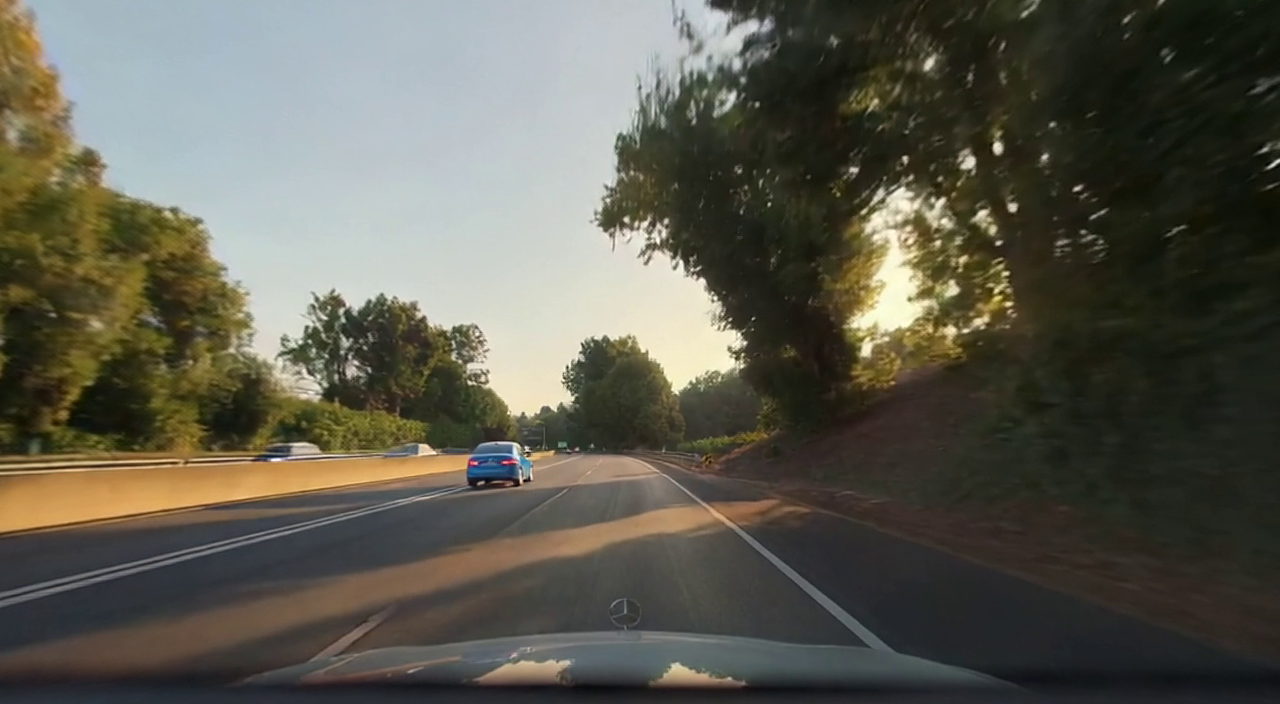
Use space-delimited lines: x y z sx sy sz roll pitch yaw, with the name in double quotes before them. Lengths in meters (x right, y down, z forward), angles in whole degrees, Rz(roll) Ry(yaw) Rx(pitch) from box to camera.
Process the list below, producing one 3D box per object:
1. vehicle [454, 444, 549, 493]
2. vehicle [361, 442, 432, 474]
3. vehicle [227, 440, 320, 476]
"vehicle" -4.426 3.808 20.934 2.126 1.411 4.433 0 -9 1
"vehicle" -11.747 5.155 30.740 1.767 1.417 4.231 0 -9 0
"vehicle" -16.024 4.663 27.791 1.821 1.460 3.851 0 -9 -1
